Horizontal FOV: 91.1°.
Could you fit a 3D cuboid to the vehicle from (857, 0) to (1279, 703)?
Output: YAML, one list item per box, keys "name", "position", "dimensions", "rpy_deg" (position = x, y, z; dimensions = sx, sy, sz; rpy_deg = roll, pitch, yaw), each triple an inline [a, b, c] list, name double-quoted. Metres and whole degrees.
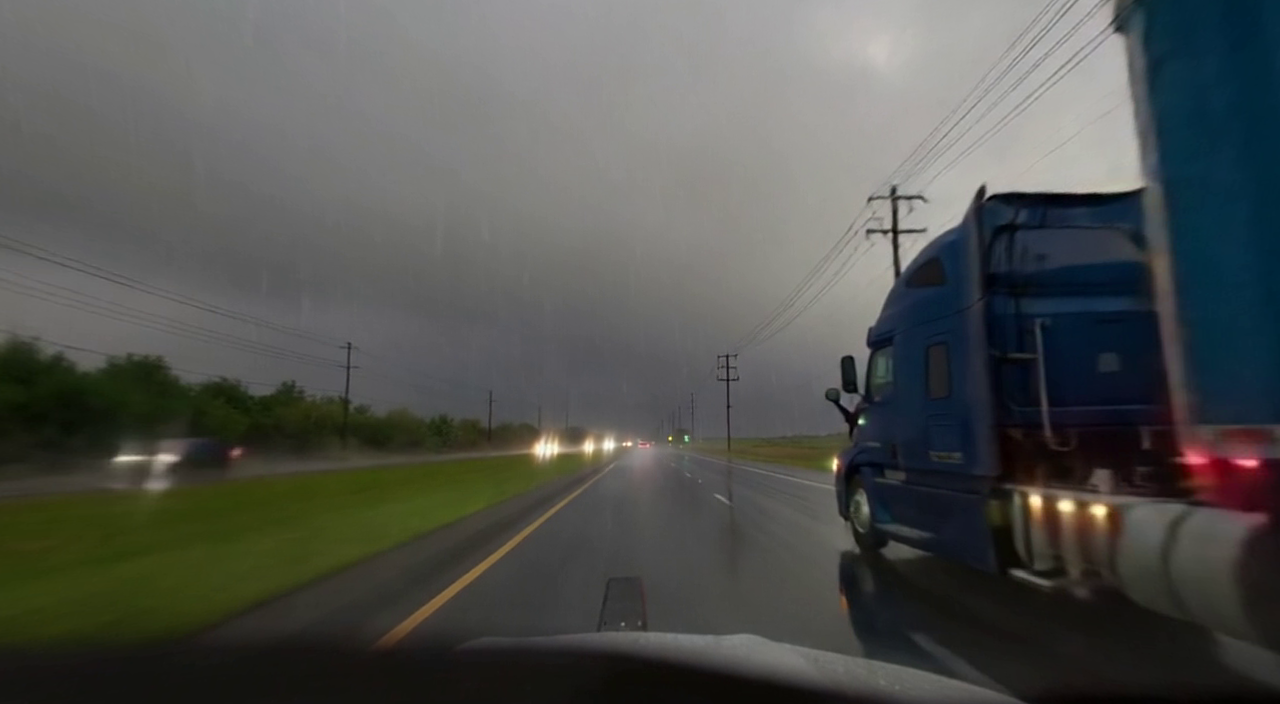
- name: "vehicle"
  position: [3.955, -0.116, 2.510]
  dimensions: [3.031, 3.879, 8.478]
  rpy_deg: [0, -8, 0]
